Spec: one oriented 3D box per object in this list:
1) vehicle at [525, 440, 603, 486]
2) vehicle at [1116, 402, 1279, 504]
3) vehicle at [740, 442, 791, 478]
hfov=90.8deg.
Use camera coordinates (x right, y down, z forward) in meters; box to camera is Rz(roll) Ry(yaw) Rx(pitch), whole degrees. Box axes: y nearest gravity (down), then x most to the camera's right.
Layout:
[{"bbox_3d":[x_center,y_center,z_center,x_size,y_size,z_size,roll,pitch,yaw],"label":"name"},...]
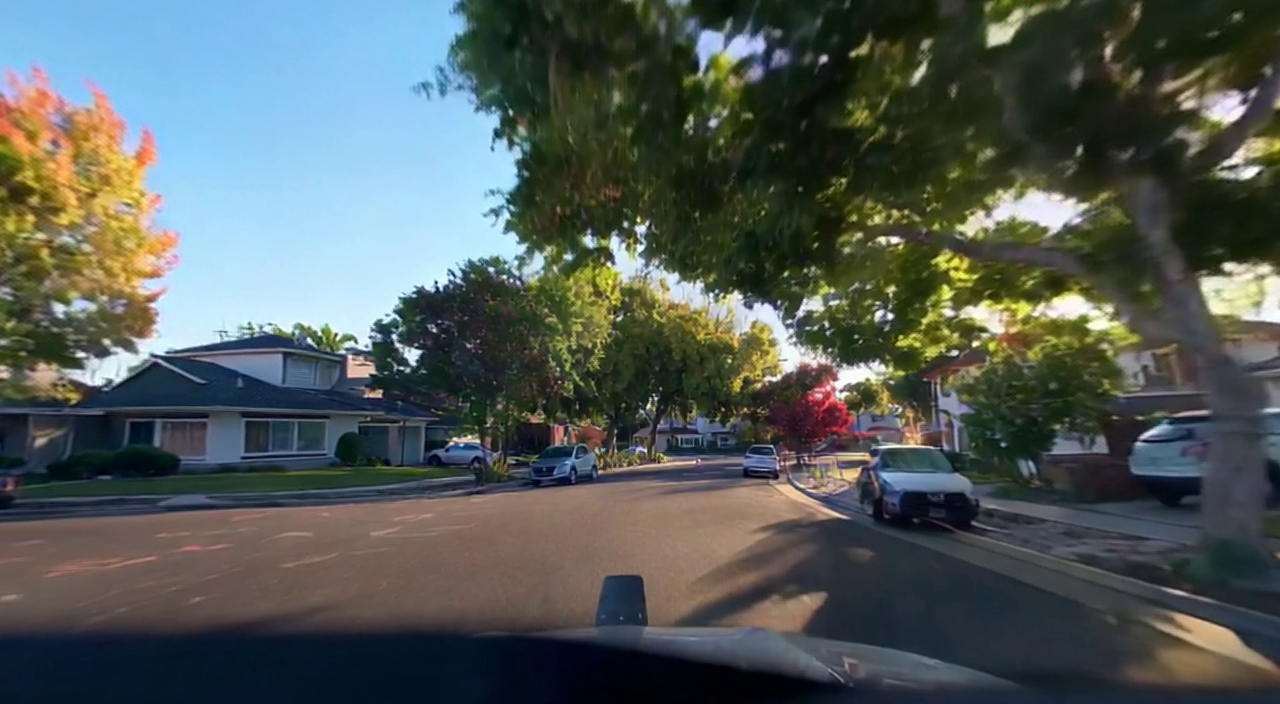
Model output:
[{"bbox_3d":[-3.294,4.893,28.193,2.041,1.762,4.508,-4,-8,12],"label":"vehicle"},{"bbox_3d":[11.976,1.844,11.679,4.781,1.700,1.914,0,-9,-2],"label":"vehicle"},{"bbox_3d":[6.508,5.471,32.351,2.075,1.657,4.648,-3,-9,16],"label":"vehicle"}]
